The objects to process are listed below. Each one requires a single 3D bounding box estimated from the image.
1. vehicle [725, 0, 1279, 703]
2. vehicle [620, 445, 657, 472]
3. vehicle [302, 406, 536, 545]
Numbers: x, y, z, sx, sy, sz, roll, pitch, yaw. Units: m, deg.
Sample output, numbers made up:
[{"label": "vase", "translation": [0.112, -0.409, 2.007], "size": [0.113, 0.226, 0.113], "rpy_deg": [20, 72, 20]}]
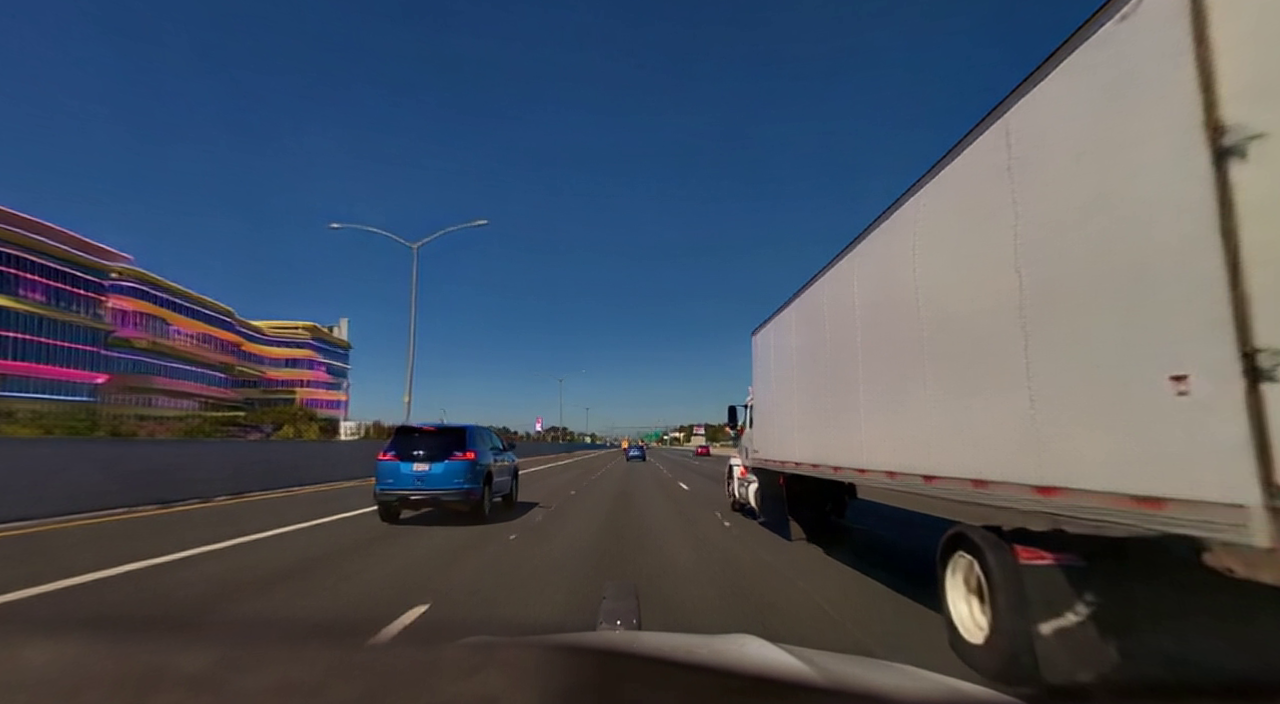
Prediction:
[{"label": "vehicle", "translation": [3.327, 0.800, 7.444], "size": [2.934, 3.325, 10.986], "rpy_deg": [0, -9, -1]}, {"label": "vehicle", "translation": [-0.082, 5.865, 35.100], "size": [1.929, 1.395, 3.999], "rpy_deg": [0, -8, 0]}, {"label": "vehicle", "translation": [-3.299, 1.971, 10.710], "size": [2.229, 1.806, 4.698], "rpy_deg": [0, -8, 0]}]
